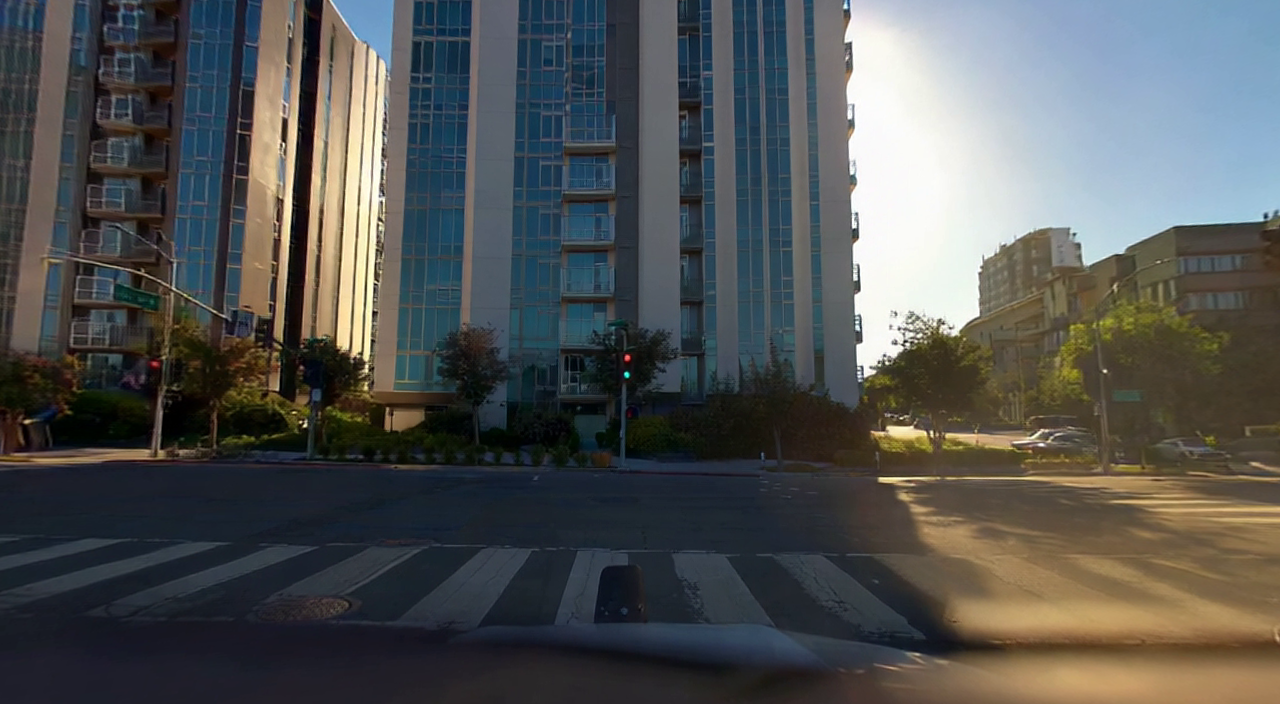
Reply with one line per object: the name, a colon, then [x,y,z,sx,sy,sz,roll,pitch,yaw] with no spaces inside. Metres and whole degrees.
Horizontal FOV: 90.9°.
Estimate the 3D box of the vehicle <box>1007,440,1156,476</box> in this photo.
vehicle: [18.571,4.468,26.689,4.823,1.458,1.914,0,-9,-1]
